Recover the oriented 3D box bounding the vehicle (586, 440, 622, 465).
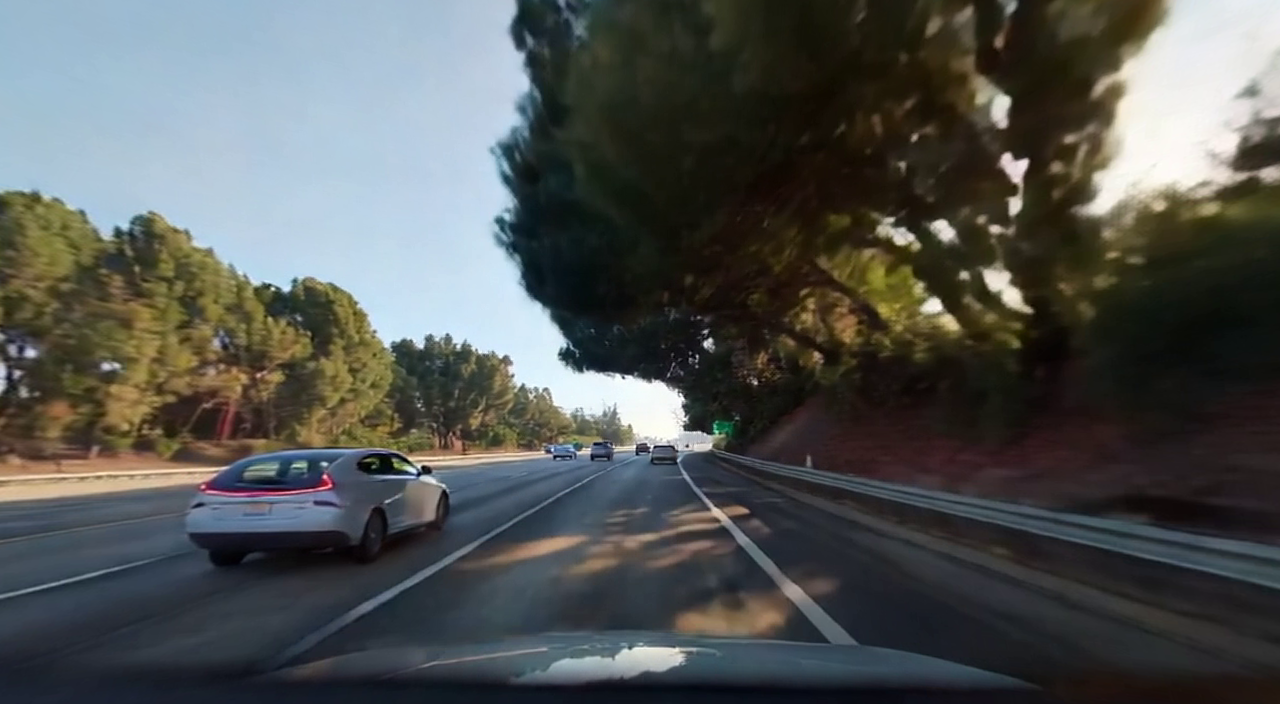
[{"bbox_3d":[-2.593,7.407,46.677,2.071,1.716,4.363,-1,-8,4],"label":"vehicle"}]

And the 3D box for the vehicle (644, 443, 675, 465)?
[{"bbox_3d":[1.451,7.262,45.024,2.113,1.464,4.073,0,-8,3],"label":"vehicle"}]
